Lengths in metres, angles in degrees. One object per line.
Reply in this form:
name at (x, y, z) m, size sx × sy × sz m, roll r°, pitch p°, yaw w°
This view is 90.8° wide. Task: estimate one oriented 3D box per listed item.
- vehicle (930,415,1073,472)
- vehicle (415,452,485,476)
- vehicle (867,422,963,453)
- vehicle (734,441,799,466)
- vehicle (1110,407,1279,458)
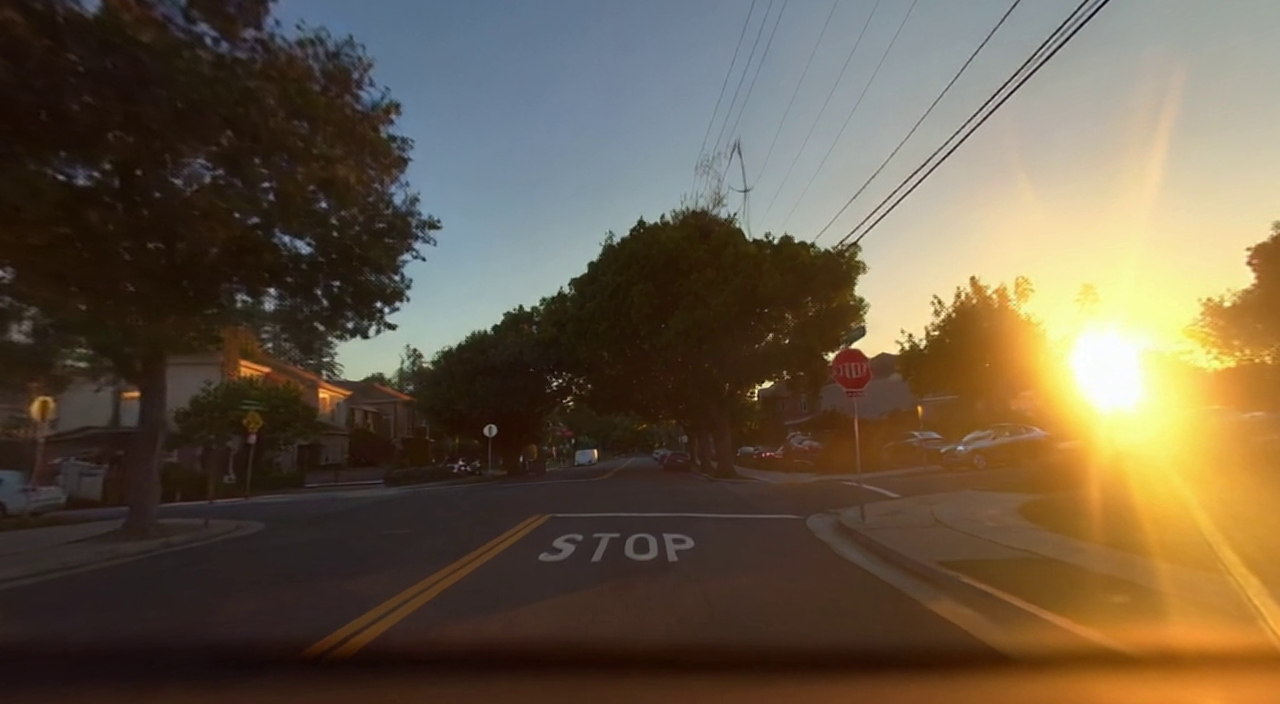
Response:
vehicle at (15.161, 3.849, 26.597) m, size 4.788 × 1.875 × 2.148 m, roll 1°, pitch -19°, yaw -15°
vehicle at (-12.140, 7.165, 40.505) m, size 3.937 × 1.390 × 1.644 m, roll 0°, pitch -7°, yaw 0°
vehicle at (15.084, 4.750, 34.918) m, size 1.960 × 1.584 × 4.669 m, roll 3°, pitch -9°, yaw -23°
vehicle at (9.649, 7.768, 48.134) m, size 4.399 × 1.537 × 1.859 m, roll 4°, pitch -19°, yaw -21°
vehicle at (17.593, 2.557, 20.020) m, size 4.682 × 1.483 × 1.917 m, roll 2°, pitch -9°, yaw -20°
